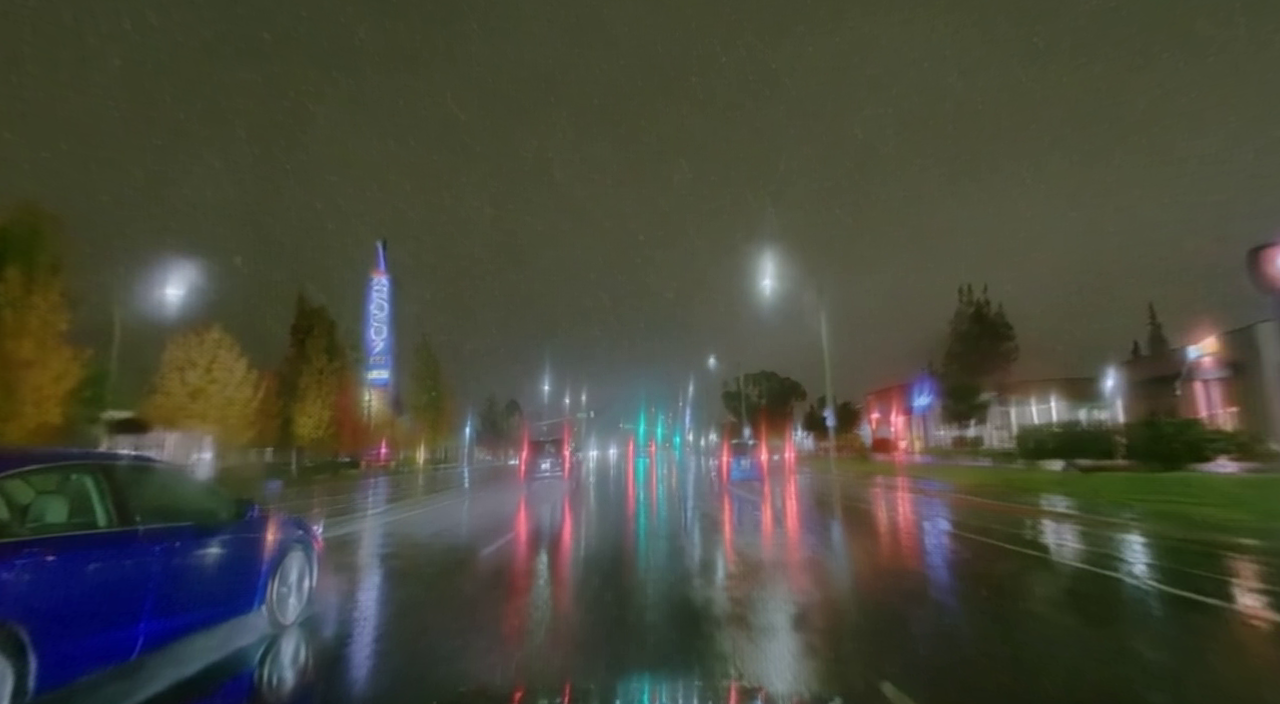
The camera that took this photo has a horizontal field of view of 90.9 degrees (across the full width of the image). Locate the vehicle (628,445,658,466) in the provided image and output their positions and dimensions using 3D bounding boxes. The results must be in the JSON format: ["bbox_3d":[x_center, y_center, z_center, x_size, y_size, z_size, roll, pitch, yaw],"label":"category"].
[{"bbox_3d":[0.187,7.476,45.835,2.069,1.445,3.965,0,-8,0],"label":"vehicle"}]

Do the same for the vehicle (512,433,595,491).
[{"bbox_3d":[-2.922,3.847,22.410,2.193,1.788,4.603,0,-8,1],"label":"vehicle"}]

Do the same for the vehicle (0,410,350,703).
[{"bbox_3d":[-3.266,0.974,2.431,1.956,1.460,4.802,0,-8,1],"label":"vehicle"}]

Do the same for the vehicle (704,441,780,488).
[{"bbox_3d":[3.446,3.881,22.124,1.904,1.490,4.299,0,-8,0],"label":"vehicle"}]
